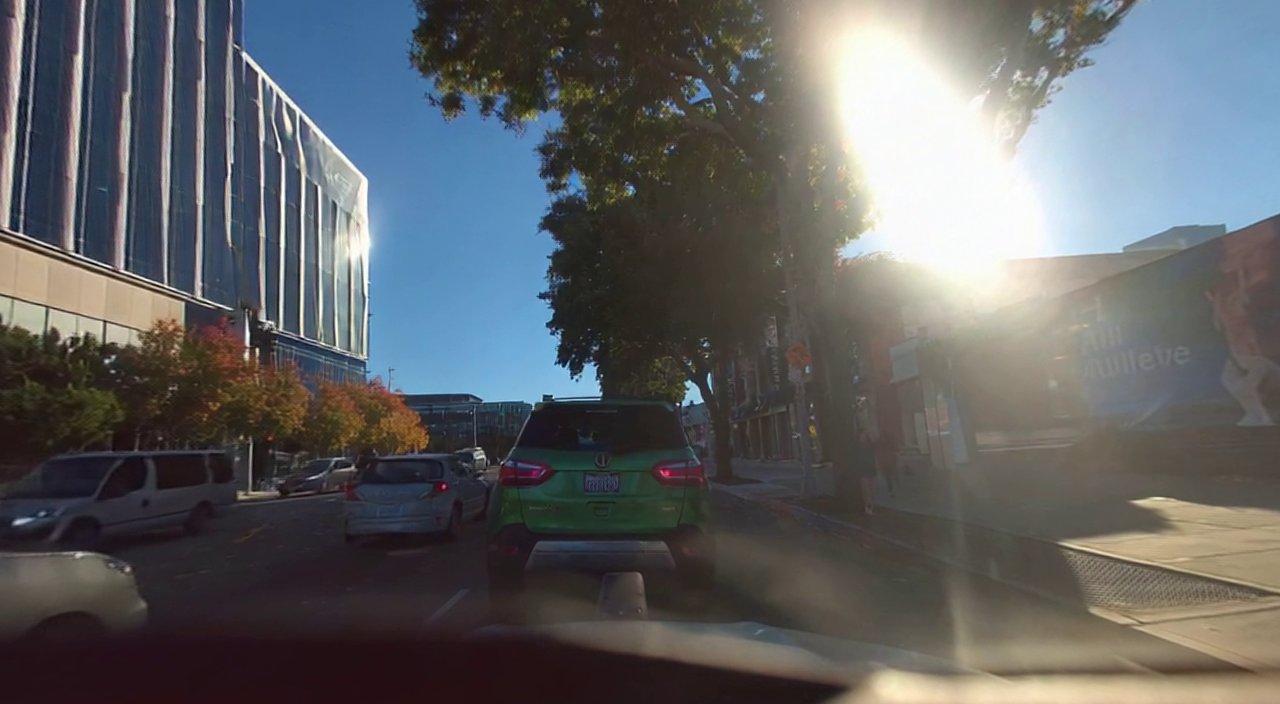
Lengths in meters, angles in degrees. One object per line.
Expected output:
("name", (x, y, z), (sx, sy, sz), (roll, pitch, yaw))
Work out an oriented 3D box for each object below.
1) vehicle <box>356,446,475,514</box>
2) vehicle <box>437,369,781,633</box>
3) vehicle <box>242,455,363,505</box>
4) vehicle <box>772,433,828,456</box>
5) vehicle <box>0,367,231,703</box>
("vehicle", (-5.473, 3.123, 16.025), (1.876, 1.448, 4.464), (1, -8, -7))
("vehicle", (-0.327, 1.407, 6.961), (2.531, 1.930, 4.382), (0, -8, -3))
("vehicle", (-11.904, 4.502, 22.730), (1.913, 1.487, 4.700), (0, -8, -2))
("vehicle", (10.383, 6.008, 40.855), (1.877, 1.416, 3.965), (-8, -12, 40))
("vehicle", (-3.256, 0.756, 1.325), (1.971, 1.658, 4.428), (0, -8, -3))
